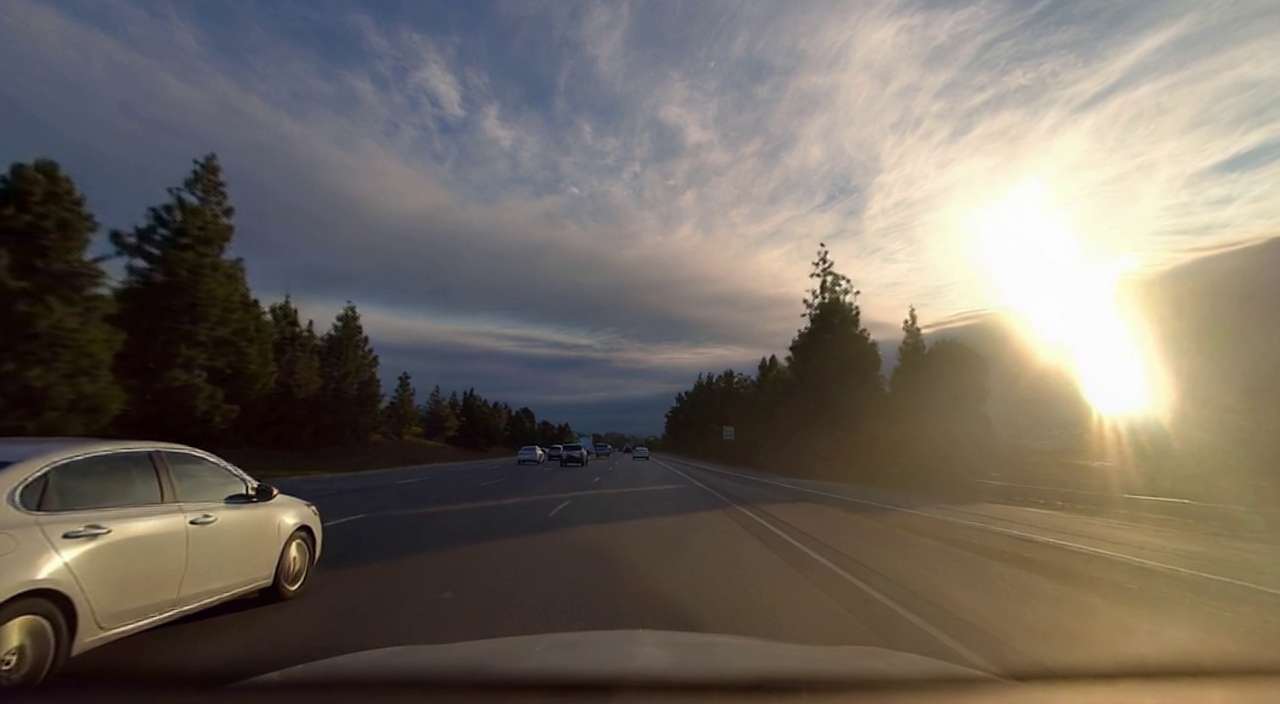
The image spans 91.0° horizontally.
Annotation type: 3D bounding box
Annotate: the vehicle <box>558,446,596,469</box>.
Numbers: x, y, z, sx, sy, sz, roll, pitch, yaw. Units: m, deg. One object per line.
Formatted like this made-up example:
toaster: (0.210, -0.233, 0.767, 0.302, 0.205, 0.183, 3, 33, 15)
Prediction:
vehicle: (-4.185, 7.106, 42.645, 2.120, 1.458, 4.031, 0, -9, 0)

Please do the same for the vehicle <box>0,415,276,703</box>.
vehicle: (-4.065, 1.054, 2.998, 1.965, 1.485, 4.460, 0, -9, 0)
